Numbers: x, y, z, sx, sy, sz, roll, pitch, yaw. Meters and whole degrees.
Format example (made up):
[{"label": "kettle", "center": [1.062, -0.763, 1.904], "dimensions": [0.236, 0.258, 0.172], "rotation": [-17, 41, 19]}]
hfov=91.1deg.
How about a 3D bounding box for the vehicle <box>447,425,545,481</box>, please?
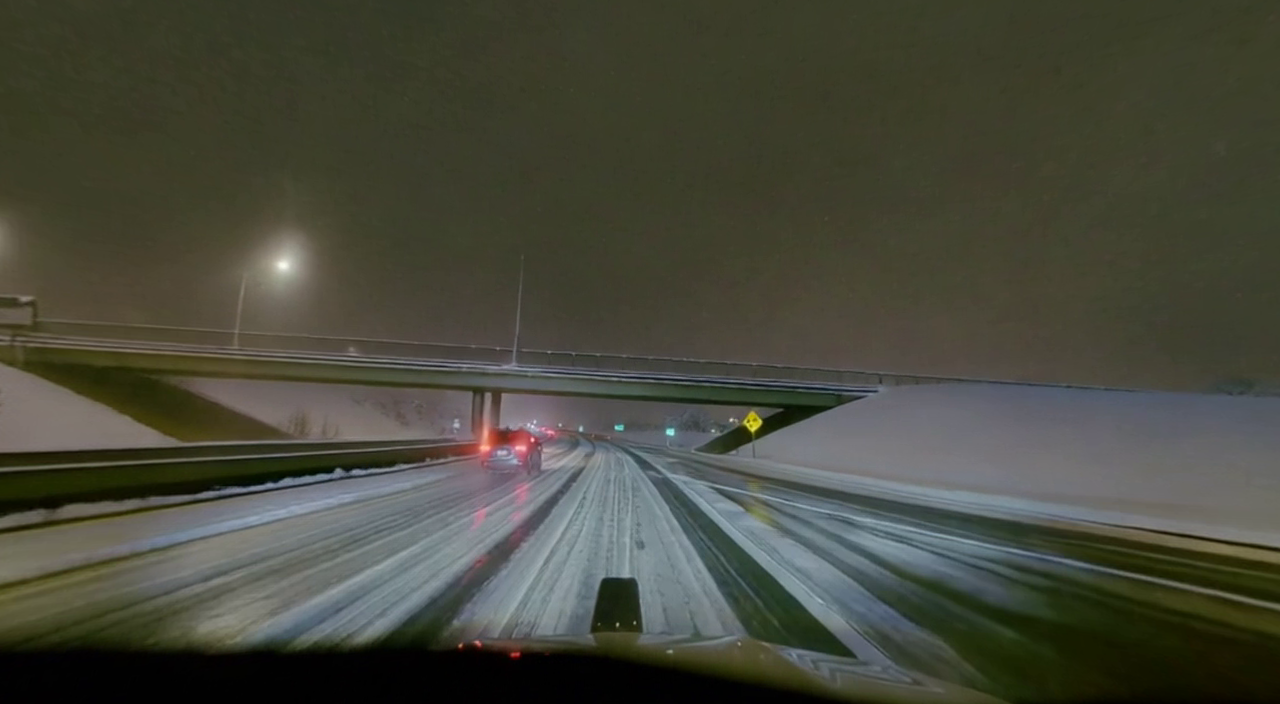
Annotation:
[{"label": "vehicle", "center": [-4.538, 3.271, 20.665], "dimensions": [2.123, 1.601, 4.887], "rotation": [0, -8, -1]}]
